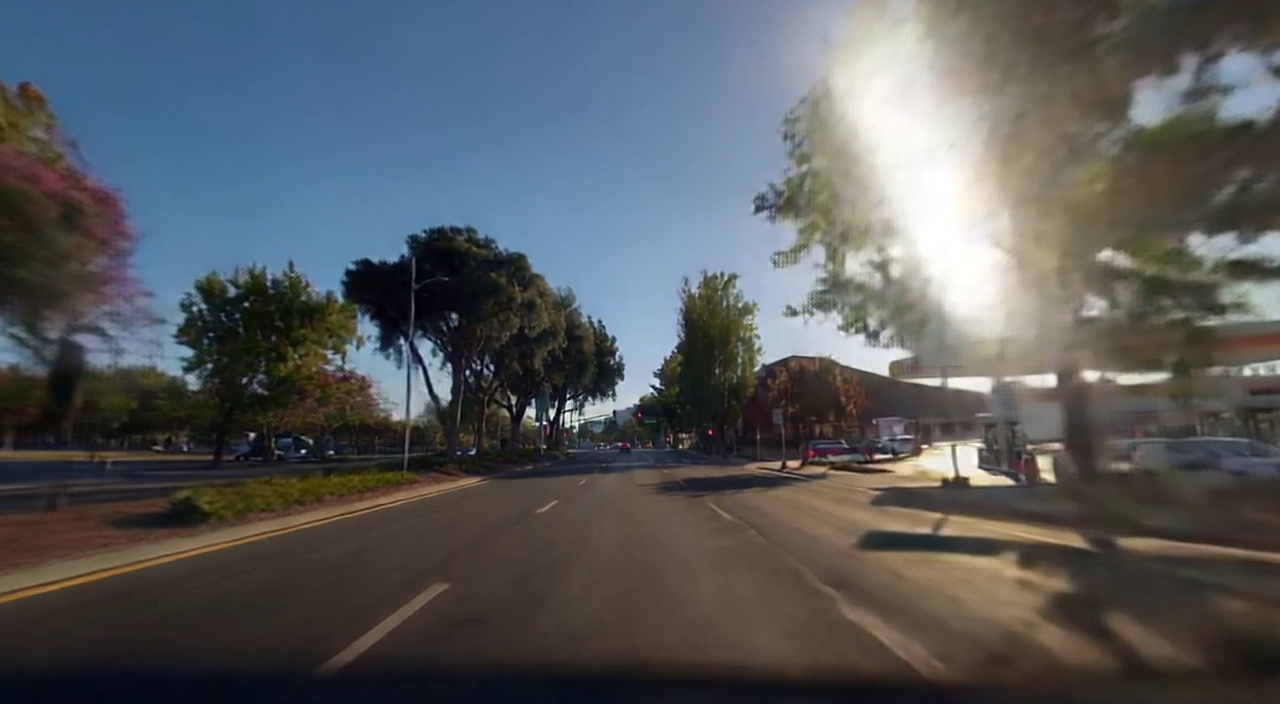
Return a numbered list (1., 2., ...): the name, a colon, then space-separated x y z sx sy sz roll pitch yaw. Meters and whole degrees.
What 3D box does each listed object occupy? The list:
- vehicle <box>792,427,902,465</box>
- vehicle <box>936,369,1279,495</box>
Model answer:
1. vehicle: 13.089 5.983 40.283 6.063 2.313 2.534 0 -8 1
2. vehicle: 14.228 2.422 18.971 9.127 3.409 2.992 0 -8 -2
